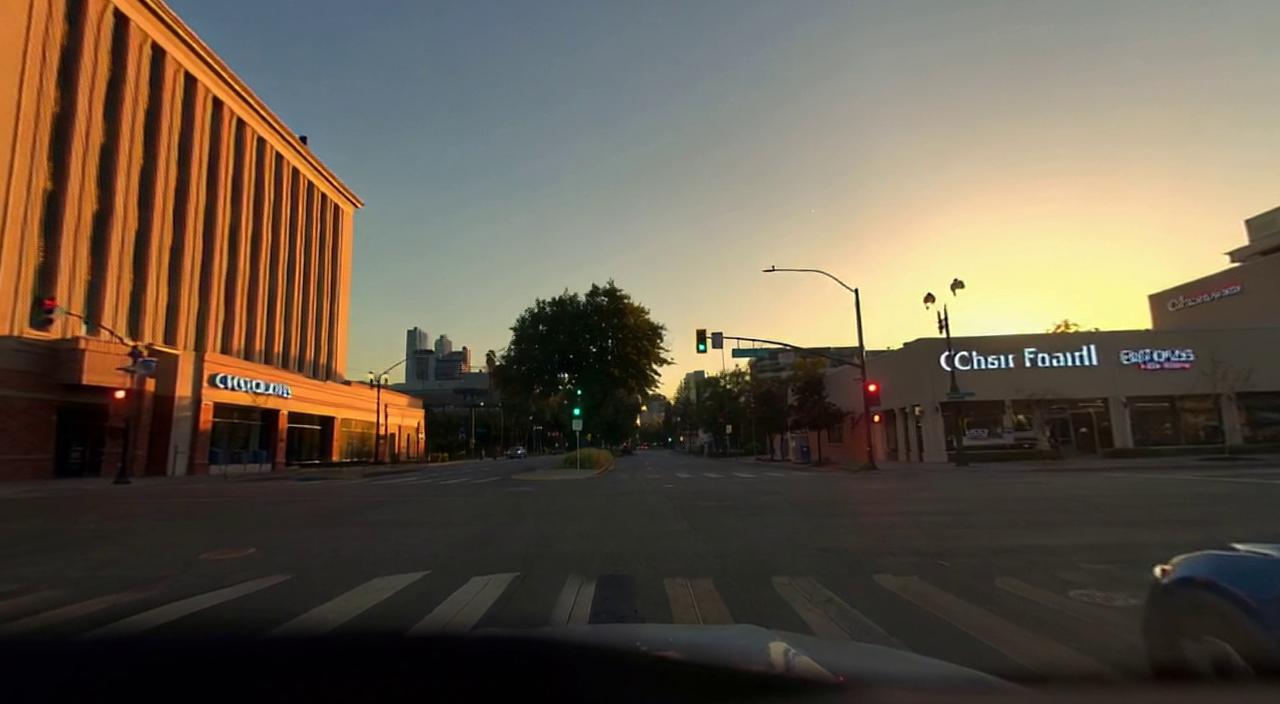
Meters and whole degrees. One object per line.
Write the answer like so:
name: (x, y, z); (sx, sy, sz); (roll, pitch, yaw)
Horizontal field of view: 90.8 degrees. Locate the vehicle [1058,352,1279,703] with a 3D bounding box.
vehicle: (3.038, 0.595, 0.443); (2.015, 1.641, 4.995); (0, -9, -1)
